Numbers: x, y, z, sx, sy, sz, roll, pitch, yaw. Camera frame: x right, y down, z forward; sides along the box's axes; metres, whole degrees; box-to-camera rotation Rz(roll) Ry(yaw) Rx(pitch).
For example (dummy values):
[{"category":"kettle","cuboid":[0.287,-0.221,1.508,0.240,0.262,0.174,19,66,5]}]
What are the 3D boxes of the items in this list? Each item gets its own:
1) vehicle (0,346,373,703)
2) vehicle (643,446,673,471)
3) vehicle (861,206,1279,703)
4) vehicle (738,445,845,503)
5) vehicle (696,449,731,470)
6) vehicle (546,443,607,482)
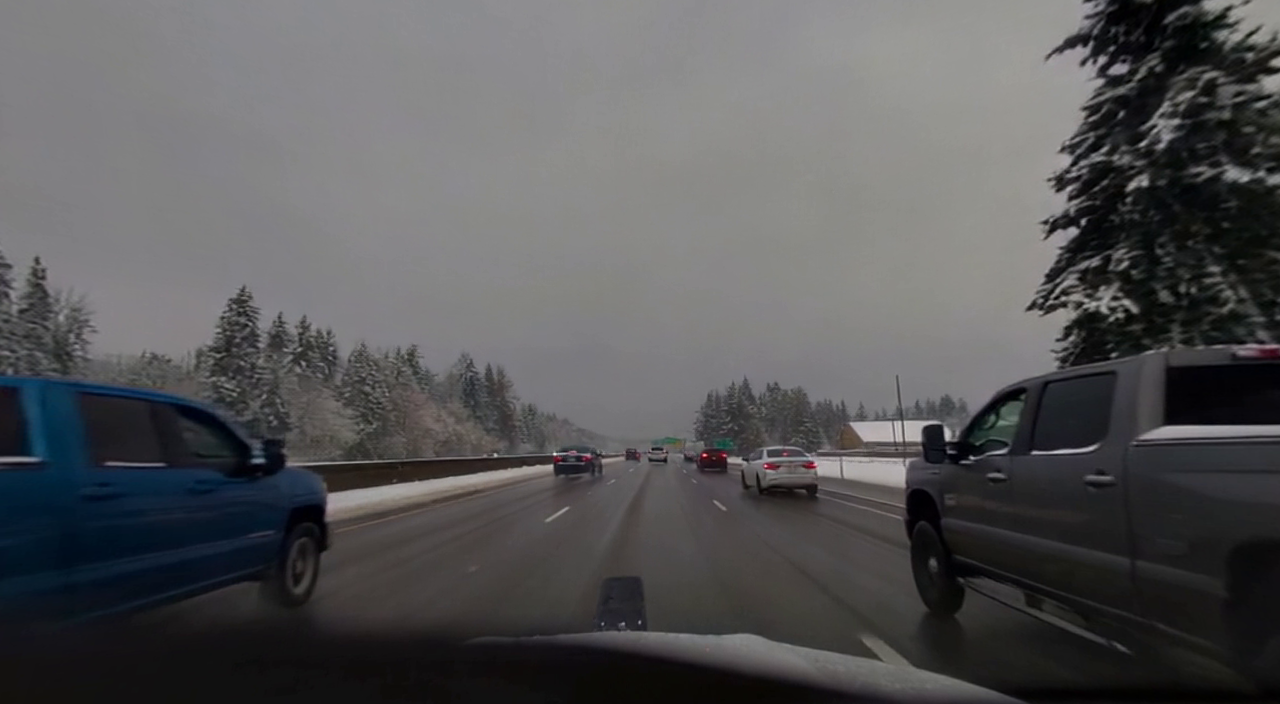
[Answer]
[{"category":"vehicle","cuboid":[-3.732,1.030,3.717,2.146,1.775,4.553,0,-8,3]},{"category":"vehicle","cuboid":[1.321,7.682,45.780,2.080,1.682,4.150,0,-8,1]},{"category":"vehicle","cuboid":[3.562,0.720,2.786,3.024,2.092,6.797,-1,-8,3]},{"category":"vehicle","cuboid":[4.314,3.529,18.809,2.111,1.498,4.466,0,-8,1]},{"category":"vehicle","cuboid":[5.329,7.805,46.002,2.072,1.456,4.537,0,-8,1]},{"category":"vehicle","cuboid":[-2.918,5.192,30.017,2.209,1.714,4.576,-1,-8,3]}]
